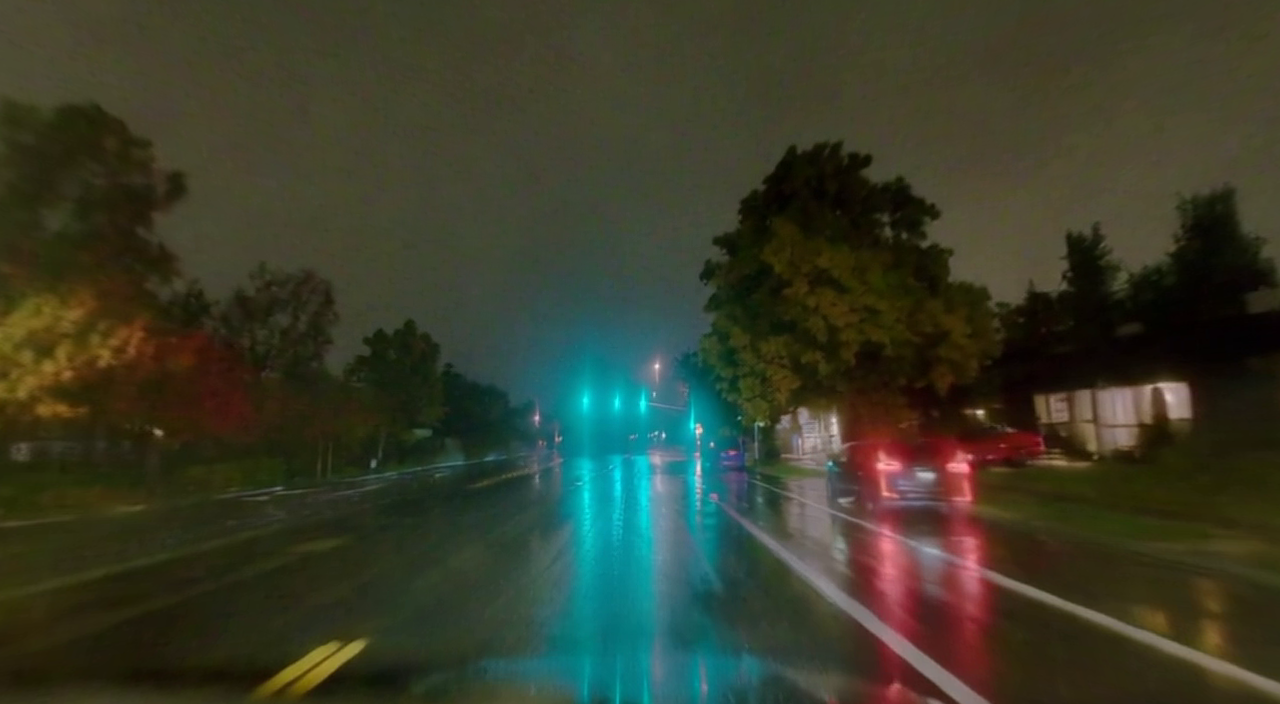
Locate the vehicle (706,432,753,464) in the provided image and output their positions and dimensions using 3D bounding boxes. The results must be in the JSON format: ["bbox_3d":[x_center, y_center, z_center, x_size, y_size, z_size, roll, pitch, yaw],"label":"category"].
[{"bbox_3d":[5.263,5.700,37.572,2.069,1.743,4.595,0,-8,0],"label":"vehicle"}]

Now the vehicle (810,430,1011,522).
[{"bbox_3d":[5.094,2.387,12.856,2.032,1.478,5.040,0,-8,2],"label":"vehicle"}]
